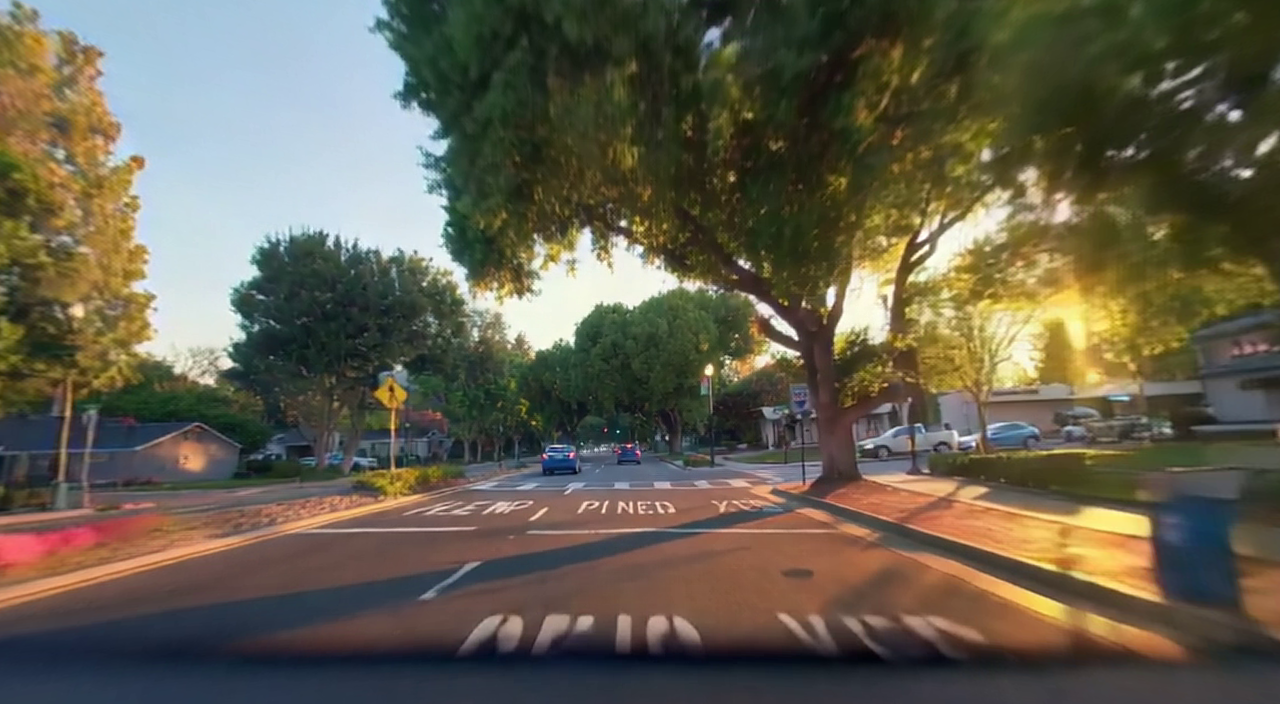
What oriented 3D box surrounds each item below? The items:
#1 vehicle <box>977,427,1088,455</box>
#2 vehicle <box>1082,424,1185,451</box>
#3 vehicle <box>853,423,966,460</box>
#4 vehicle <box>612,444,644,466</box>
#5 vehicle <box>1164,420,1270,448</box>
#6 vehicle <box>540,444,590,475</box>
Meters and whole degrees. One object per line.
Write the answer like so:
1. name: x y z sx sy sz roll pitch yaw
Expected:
1. vehicle: 22.345 5.083 35.954 5.025 1.532 1.958 0 -8 -1
2. vehicle: 28.248 4.908 36.108 4.444 1.482 1.883 1 -9 -5
3. vehicle: 15.174 5.069 35.702 5.230 2.007 2.410 0 -9 1
4. vehicle: -0.845 7.419 45.399 2.187 1.478 4.138 0 -8 -1
5. vehicle: 33.184 4.715 36.250 4.334 1.545 1.812 0 -8 -2
6. vehicle: -3.761 5.460 32.365 2.083 1.460 4.527 0 -8 -1
